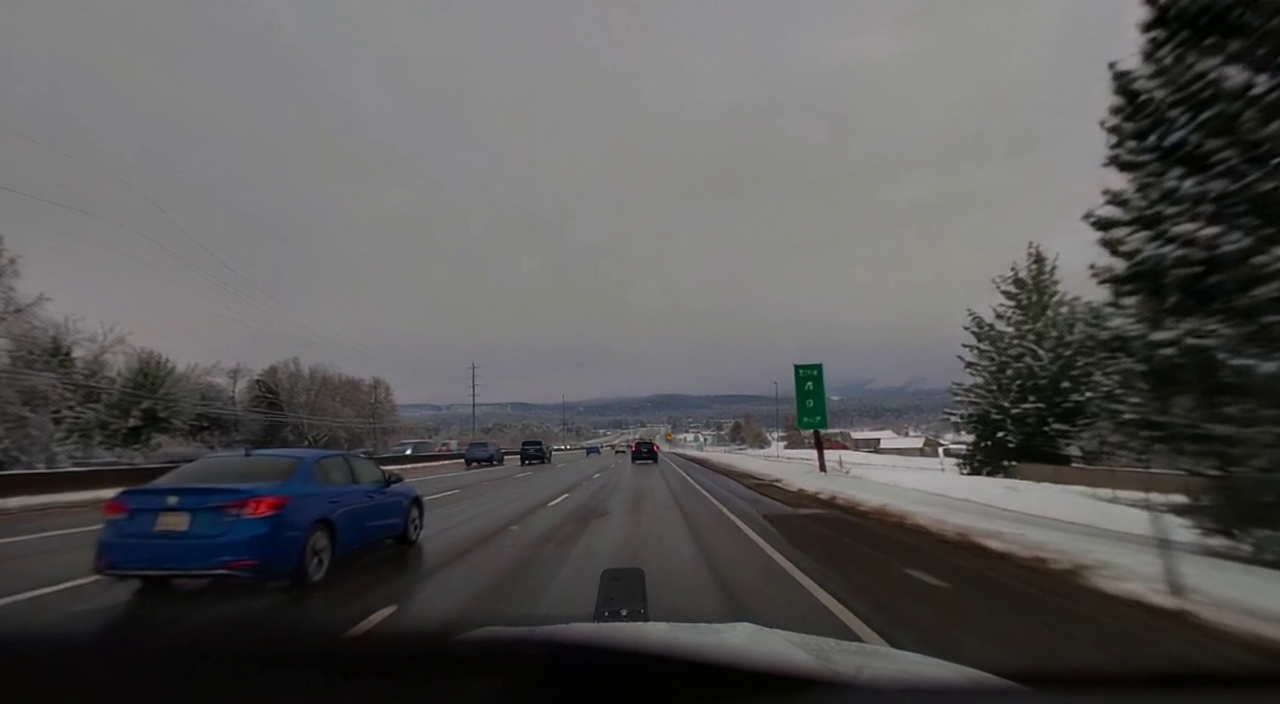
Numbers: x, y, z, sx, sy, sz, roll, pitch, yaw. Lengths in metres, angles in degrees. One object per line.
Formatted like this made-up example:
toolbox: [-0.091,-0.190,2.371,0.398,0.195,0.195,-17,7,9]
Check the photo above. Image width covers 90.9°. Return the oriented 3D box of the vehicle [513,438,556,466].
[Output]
vehicle: [-7.182,6.891,43.532,2.091,1.775,4.601,0,-8,1]

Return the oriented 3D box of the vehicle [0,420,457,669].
vehicle: [-3.572,1.553,6.373,1.967,1.517,4.808,0,-8,1]

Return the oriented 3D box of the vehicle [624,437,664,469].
vehicle: [0.200,5.900,36.904,2.194,1.737,4.127,0,-8,-1]

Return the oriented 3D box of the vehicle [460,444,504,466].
vehicle: [-11.121,7.254,44.666,1.938,1.480,4.329,0,-8,1]
